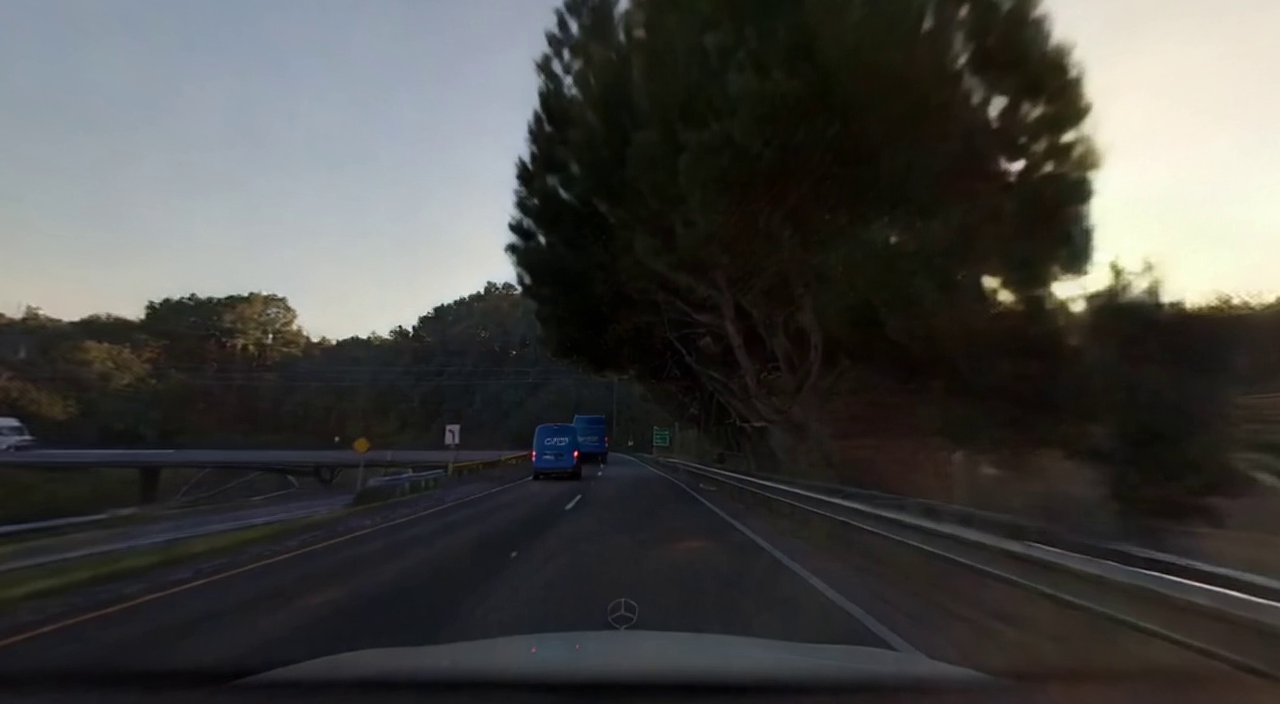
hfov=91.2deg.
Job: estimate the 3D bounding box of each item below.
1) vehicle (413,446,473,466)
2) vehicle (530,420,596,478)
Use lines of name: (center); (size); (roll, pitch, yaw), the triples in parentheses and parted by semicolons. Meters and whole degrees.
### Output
vehicle: (-15.593, 8.254, 49.786); (4.396, 1.557, 1.952); (2, -9, -14)
vehicle: (-3.819, 5.046, 32.643); (2.463, 2.640, 7.034); (0, -9, 0)
